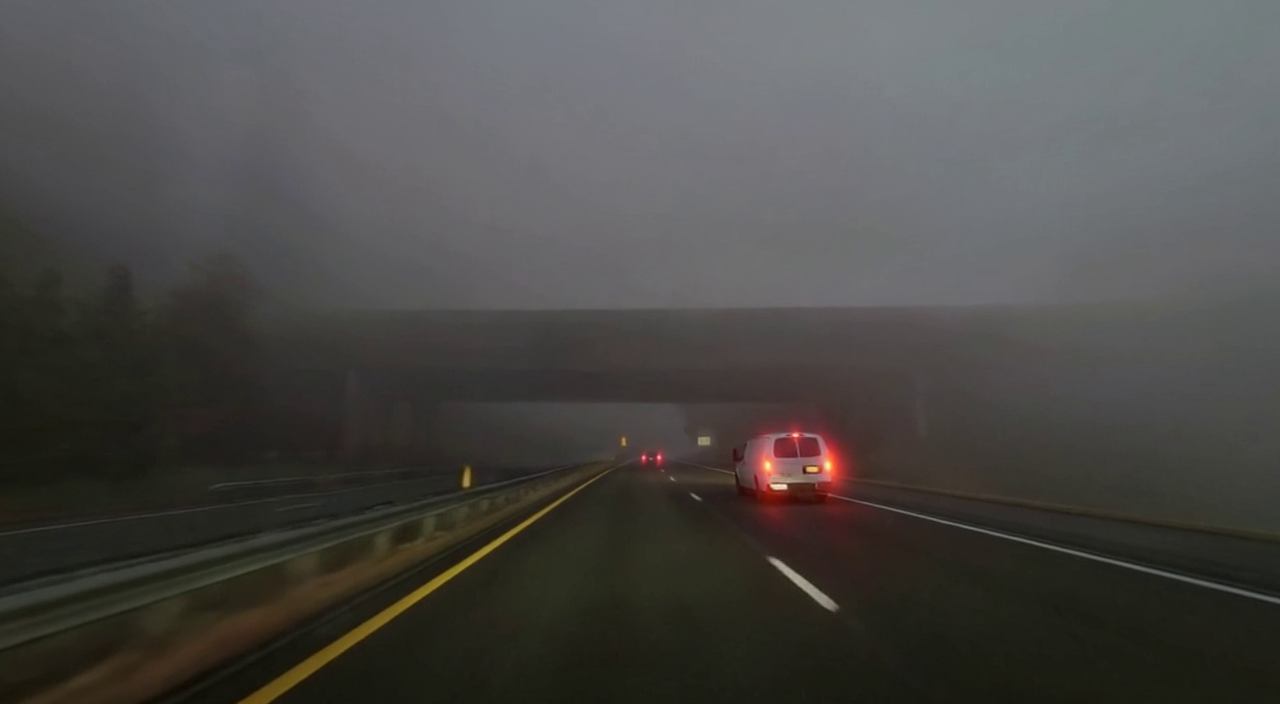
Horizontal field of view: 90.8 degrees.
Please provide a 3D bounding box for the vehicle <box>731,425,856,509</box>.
[{"bbox_3d":[4.085,3.192,17.913,2.152,1.998,5.380,0,-9,0],"label":"vehicle"}]
